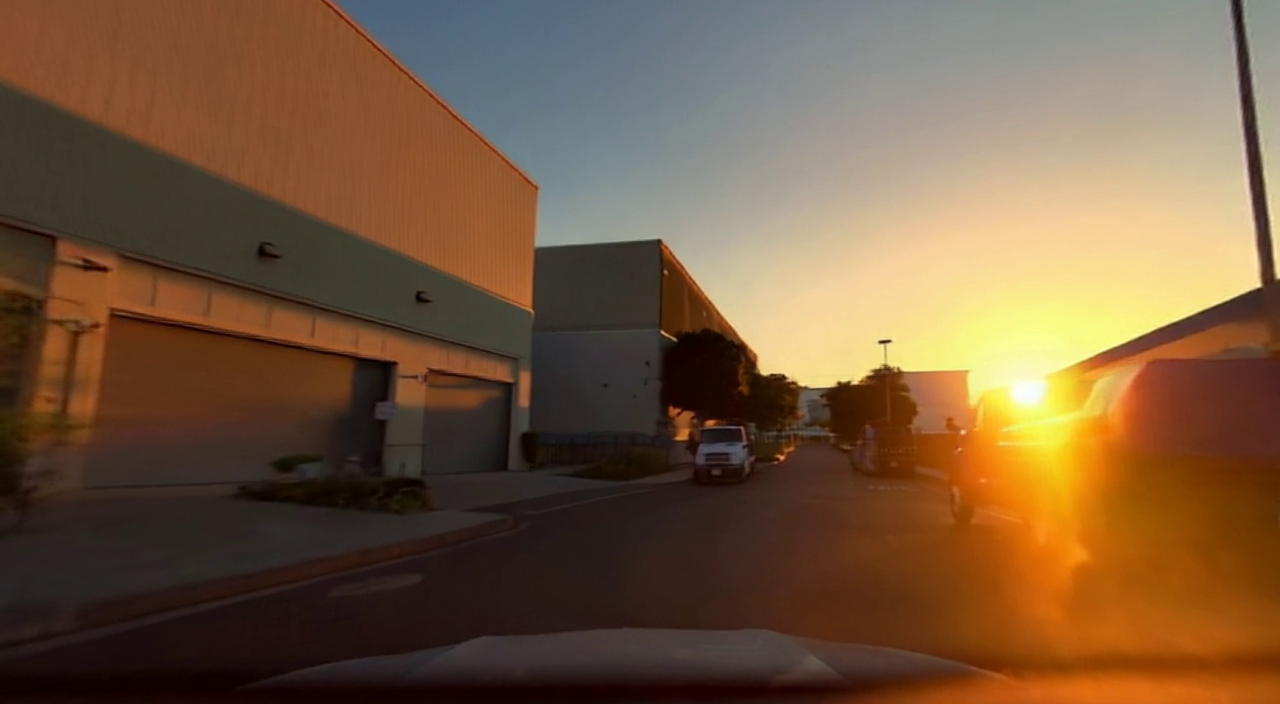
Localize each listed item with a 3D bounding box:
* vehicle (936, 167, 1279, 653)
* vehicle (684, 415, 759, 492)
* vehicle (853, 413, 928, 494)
[{"bbox_3d":[8.264,1.221,11.388,2.966,4.658,11.455,-2,-8,14],"label":"vehicle"},{"bbox_3d":[5.239,6.192,39.070,3.111,4.217,7.722,-3,-9,18],"label":"vehicle"},{"bbox_3d":[16.658,6.781,42.797,3.132,4.690,11.286,-2,-8,14],"label":"vehicle"}]
